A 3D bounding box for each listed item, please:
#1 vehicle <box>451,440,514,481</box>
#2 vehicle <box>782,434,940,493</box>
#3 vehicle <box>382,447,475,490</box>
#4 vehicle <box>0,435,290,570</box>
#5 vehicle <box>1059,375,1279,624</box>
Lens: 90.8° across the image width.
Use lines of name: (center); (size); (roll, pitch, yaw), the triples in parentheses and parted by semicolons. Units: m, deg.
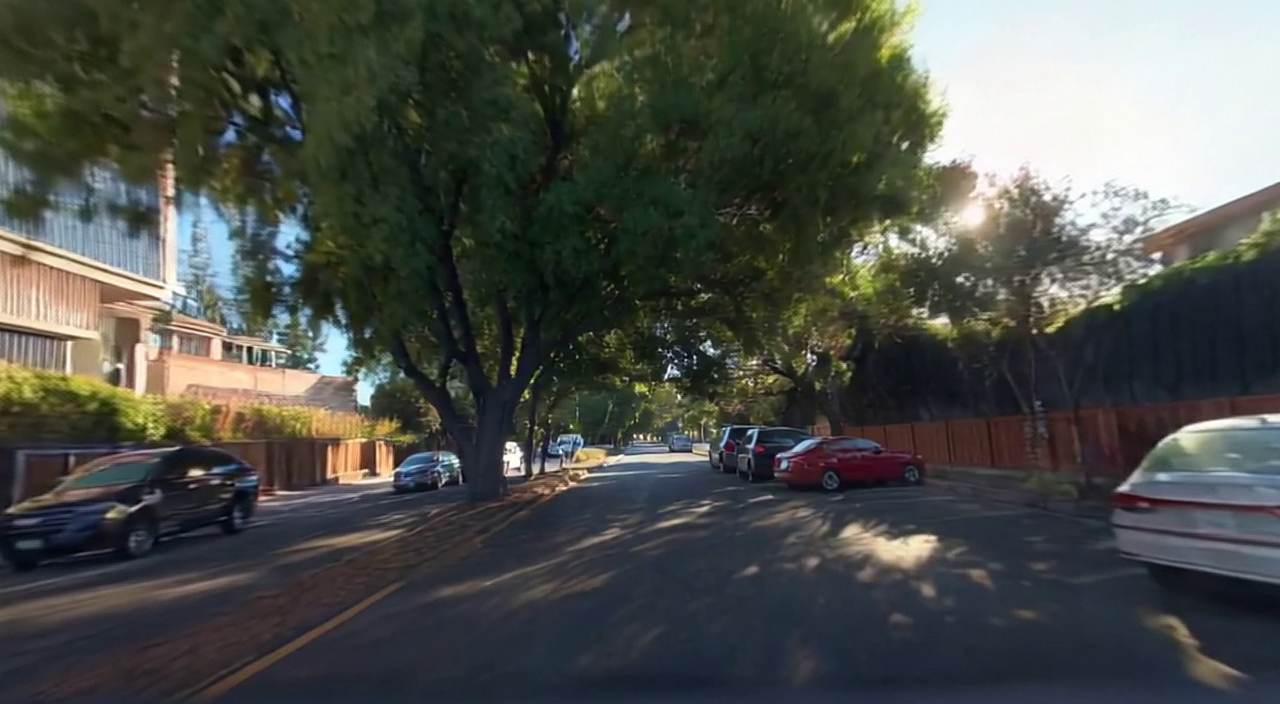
vehicle: (-7.840, 5.379, 31.867); (1.957, 1.693, 4.588); (-2, -6, 1)
vehicle: (6.393, 3.169, 18.232); (4.265, 1.510, 1.915); (5, -10, -30)
vehicle: (-8.161, 4.500, 24.930); (1.911, 1.497, 4.738); (0, -8, 2)
vehicle: (-8.043, 2.264, 10.354); (2.172, 1.707, 4.273); (0, -8, 0)
vehicle: (6.586, 1.257, 5.949); (4.858, 1.758, 2.021); (4, -9, -25)
